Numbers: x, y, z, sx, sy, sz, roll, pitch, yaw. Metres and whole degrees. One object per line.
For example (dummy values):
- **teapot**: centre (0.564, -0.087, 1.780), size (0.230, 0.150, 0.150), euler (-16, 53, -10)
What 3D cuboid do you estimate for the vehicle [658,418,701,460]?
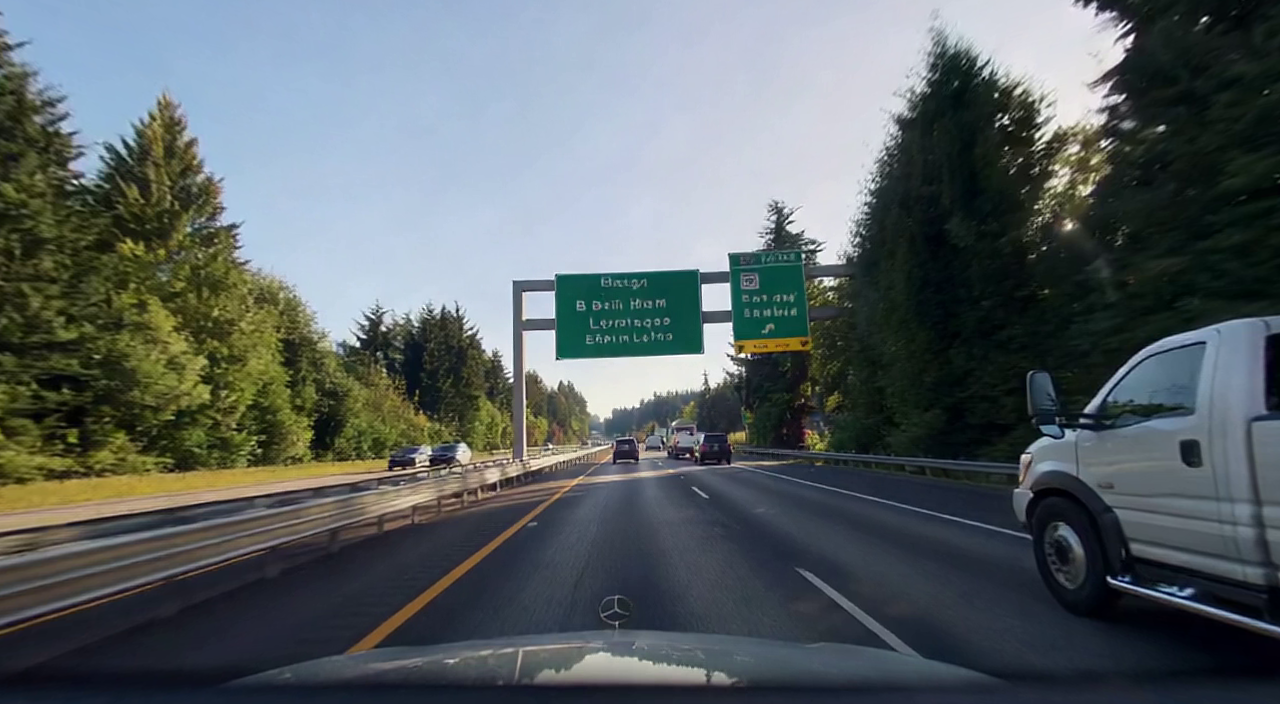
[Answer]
- **vehicle**: centre (2.968, 6.814, 49.502), size (2.728, 3.053, 7.708), euler (0, -8, -1)

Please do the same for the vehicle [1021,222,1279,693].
- **vehicle**: centre (4.593, 0.428, 2.388), size (2.452, 2.444, 5.972), euler (0, -8, -1)

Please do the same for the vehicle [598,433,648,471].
- **vehicle**: centre (-0.787, 4.723, 30.168), size (2.206, 1.681, 4.111), euler (0, -8, -1)

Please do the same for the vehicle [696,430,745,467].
- **vehicle**: centre (4.390, 5.331, 35.065), size (2.073, 1.905, 4.023), euler (0, -8, -1)

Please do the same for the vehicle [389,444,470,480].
- **vehicle**: centre (-9.634, 5.054, 29.369), size (2.197, 1.483, 4.748), euler (0, -8, -1)
